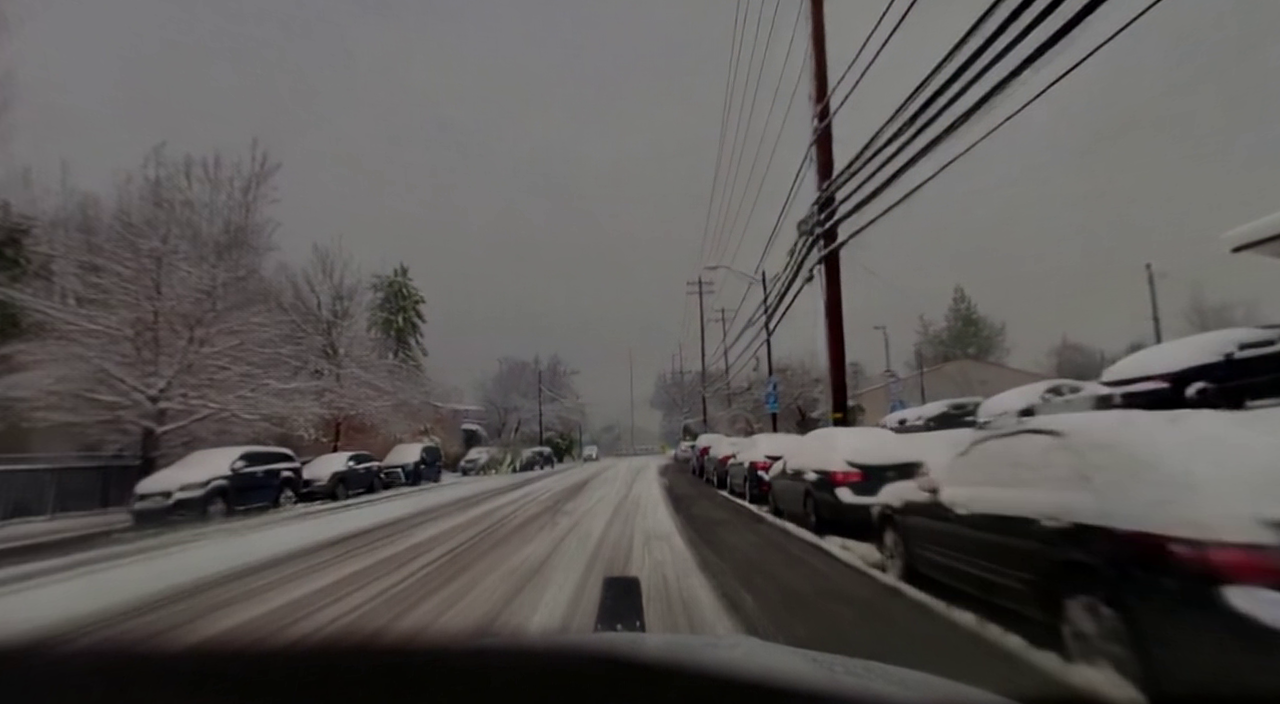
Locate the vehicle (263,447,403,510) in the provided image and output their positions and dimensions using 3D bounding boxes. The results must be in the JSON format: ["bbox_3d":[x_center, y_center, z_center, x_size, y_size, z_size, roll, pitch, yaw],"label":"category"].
[{"bbox_3d":[-10.737,4.387,22.509,2.134,1.775,4.706,-8,-10,8],"label":"vehicle"}]

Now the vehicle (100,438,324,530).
[{"bbox_3d":[-11.330,3.490,17.377,2.322,2.037,5.030,-3,-9,5],"label":"vehicle"}]

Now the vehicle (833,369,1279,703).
[{"bbox_3d":[3.234,1.202,4.709,2.037,1.622,4.270,0,-9,-3],"label":"vehicle"}]

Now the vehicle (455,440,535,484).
[{"bbox_3d":[-6.362,4.884,28.324,2.081,1.760,4.598,0,-9,6],"label":"vehicle"}]
